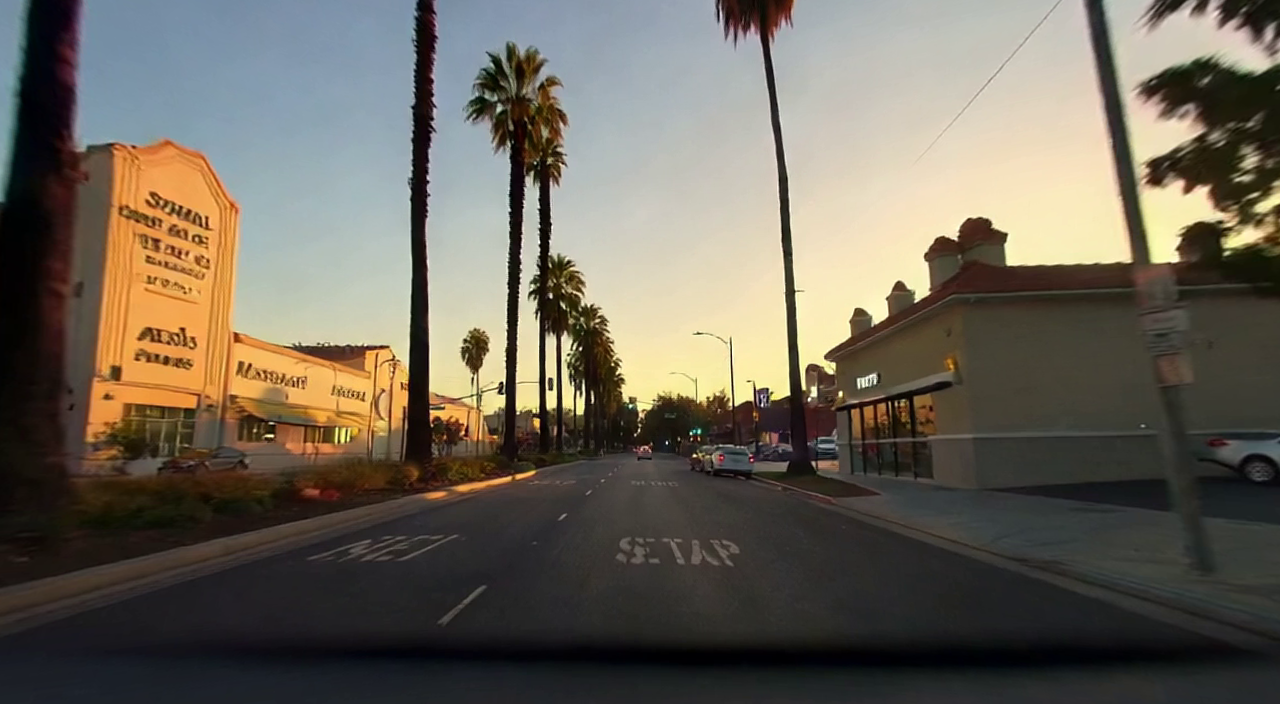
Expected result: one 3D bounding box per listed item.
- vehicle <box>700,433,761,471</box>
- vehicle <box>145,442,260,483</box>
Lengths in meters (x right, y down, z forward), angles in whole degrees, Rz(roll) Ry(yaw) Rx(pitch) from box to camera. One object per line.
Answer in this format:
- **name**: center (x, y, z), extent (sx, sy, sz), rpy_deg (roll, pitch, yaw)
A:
- **vehicle**: center (4.264, 4.807, 30.292), extent (2.089, 1.652, 4.668), rpy_deg (2, -9, -2)
- **vehicle**: center (-20.331, 5.196, 29.466), extent (2.097, 1.772, 4.576), rpy_deg (0, -10, -1)
